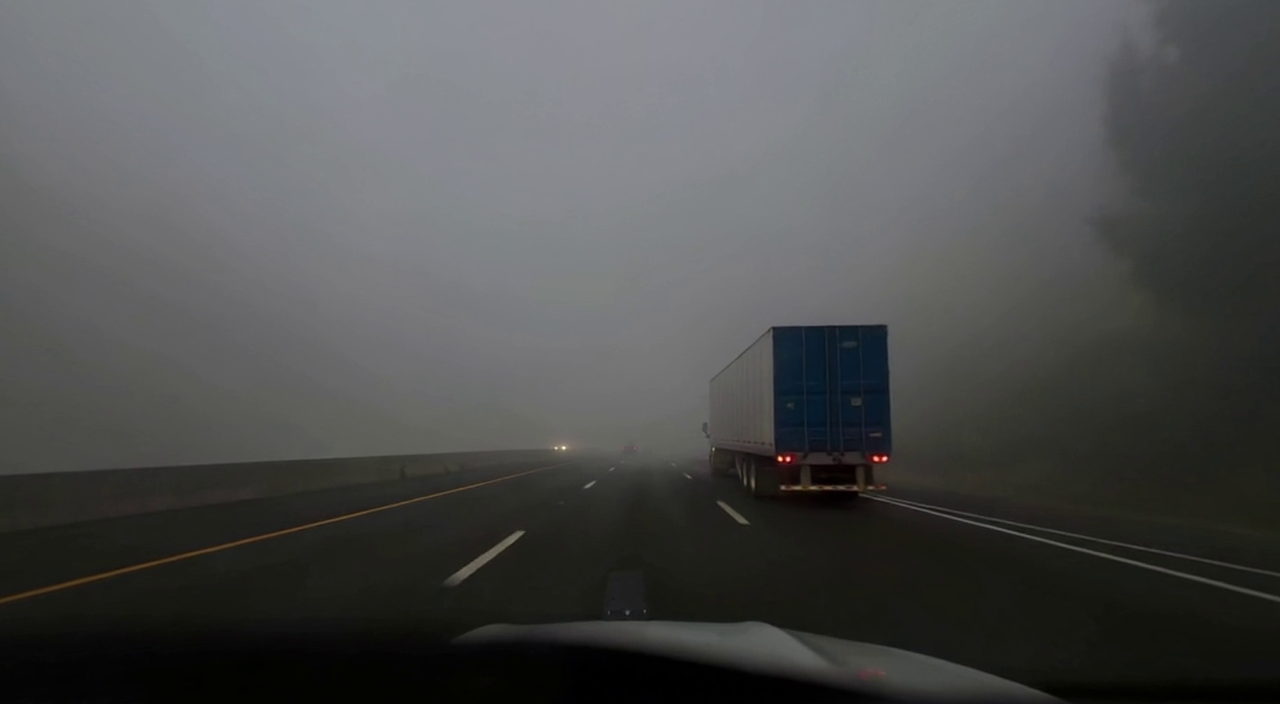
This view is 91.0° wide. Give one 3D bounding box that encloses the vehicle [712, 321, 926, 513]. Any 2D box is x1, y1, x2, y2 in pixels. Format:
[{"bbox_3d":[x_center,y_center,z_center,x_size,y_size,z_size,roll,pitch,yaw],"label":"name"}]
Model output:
[{"bbox_3d":[4.157,2.098,18.286,2.870,3.768,11.872,0,-8,1],"label":"vehicle"}]
